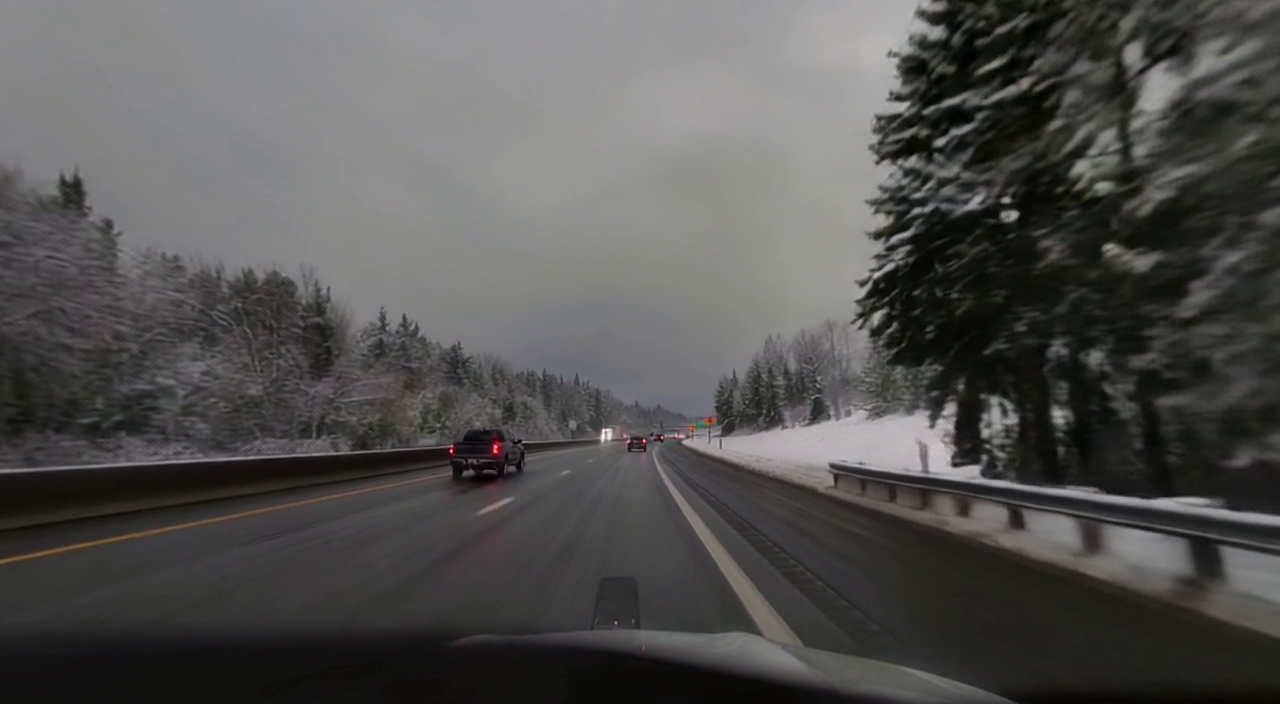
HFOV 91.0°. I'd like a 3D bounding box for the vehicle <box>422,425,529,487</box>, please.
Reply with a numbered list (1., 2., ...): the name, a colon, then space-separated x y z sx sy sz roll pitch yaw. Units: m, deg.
1. vehicle: -4.817 3.121 19.172 2.075 1.653 4.317 -1 -8 0
